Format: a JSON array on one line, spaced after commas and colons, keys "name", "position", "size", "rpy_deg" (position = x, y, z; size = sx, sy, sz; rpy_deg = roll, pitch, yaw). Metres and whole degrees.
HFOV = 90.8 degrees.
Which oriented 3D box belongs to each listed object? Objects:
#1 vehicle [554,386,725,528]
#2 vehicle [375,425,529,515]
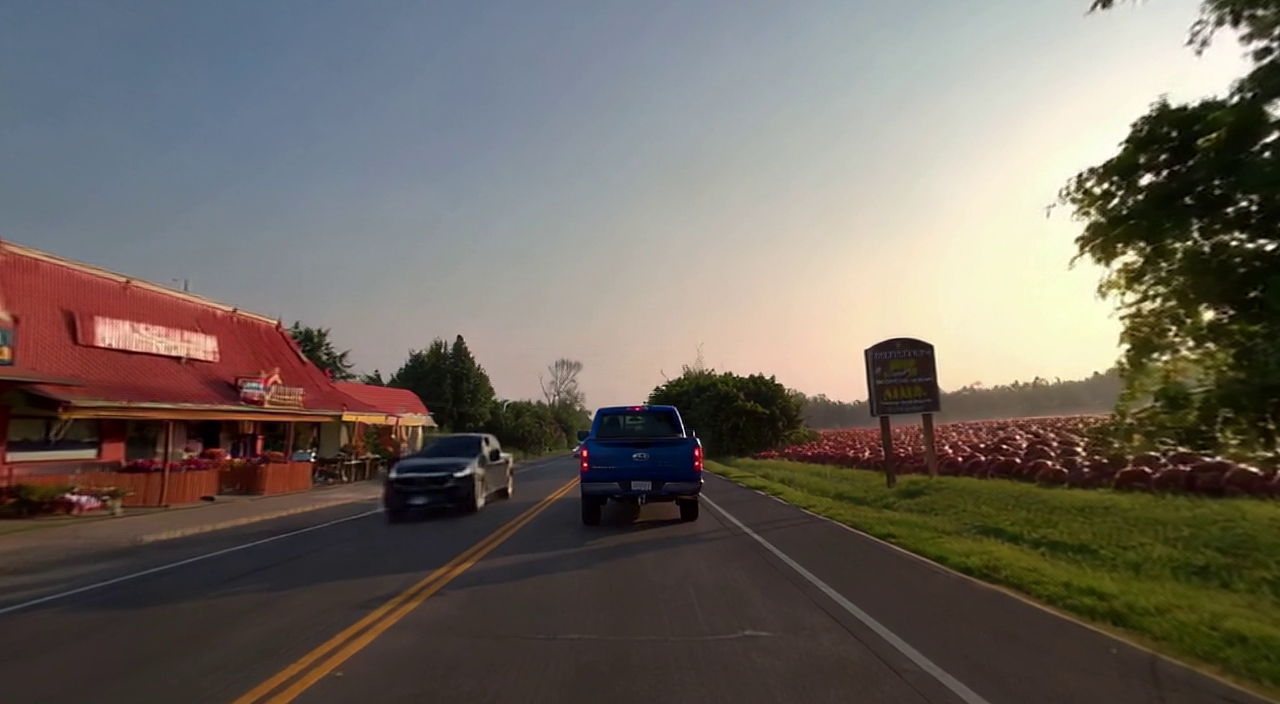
[{"name": "vehicle", "position": [-0.089, 2.089, 13.008], "size": [2.693, 2.223, 5.885], "rpy_deg": [0, -8, -2]}, {"name": "vehicle", "position": [-4.091, 2.654, 14.745], "size": [2.190, 1.746, 4.616], "rpy_deg": [0, -8, 0]}]
